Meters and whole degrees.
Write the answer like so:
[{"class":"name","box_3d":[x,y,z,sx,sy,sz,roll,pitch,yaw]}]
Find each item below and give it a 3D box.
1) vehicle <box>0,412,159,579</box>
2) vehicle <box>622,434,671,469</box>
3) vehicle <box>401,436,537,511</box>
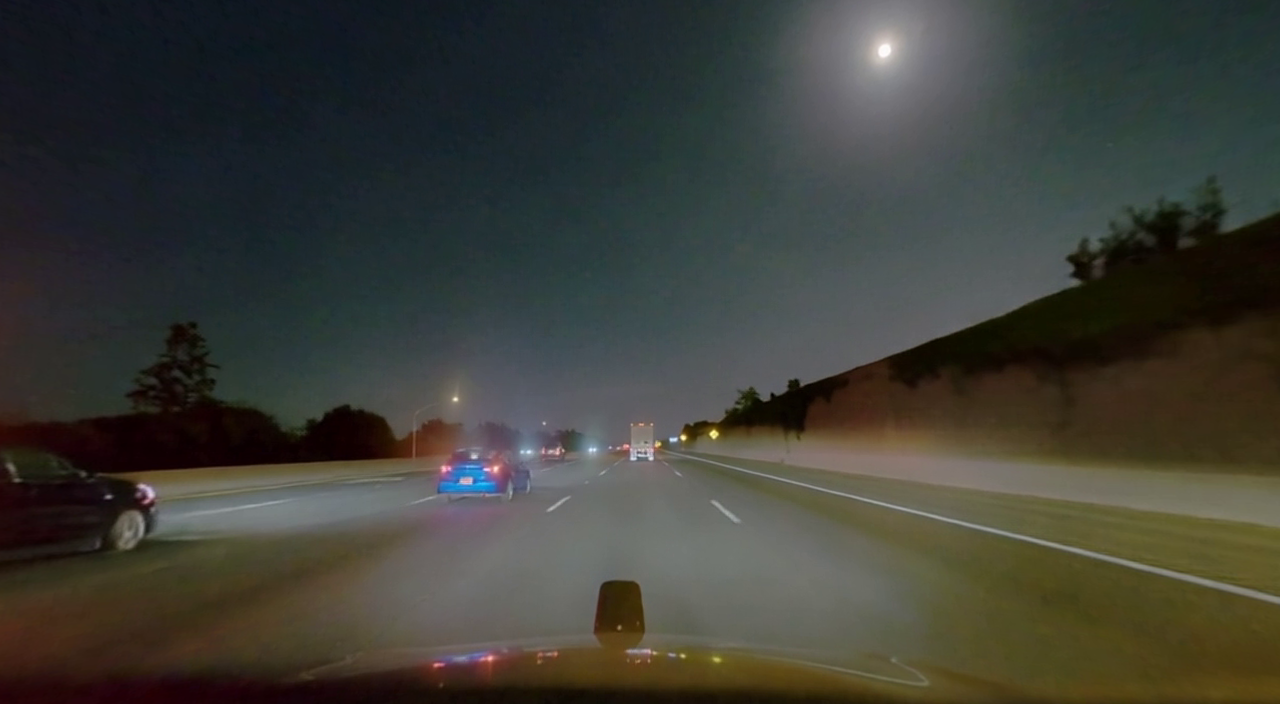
[{"class":"vehicle","box_3d":[-7.569,1.401,6.034,2.189,1.673,4.699,0,-9,-1]},{"class":"vehicle","box_3d":[0.346,6.101,38.768,2.856,1.994,4.931,0,-9,-1]},{"class":"vehicle","box_3d":[-3.820,2.791,14.980,2.000,1.512,4.371,0,-9,0]}]
